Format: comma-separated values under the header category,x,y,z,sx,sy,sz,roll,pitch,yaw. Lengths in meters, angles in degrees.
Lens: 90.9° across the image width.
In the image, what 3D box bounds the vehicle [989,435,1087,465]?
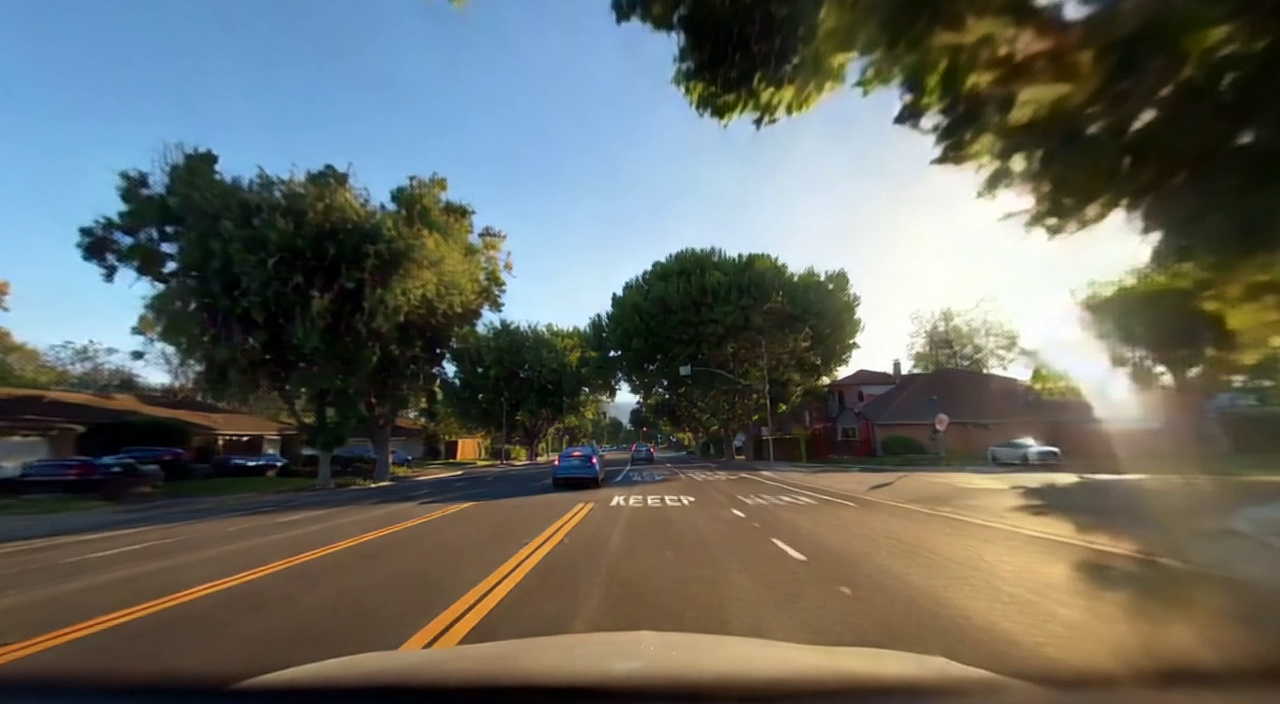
category,x,y,z,sx,sy,sz,roll,pitch,yaw
vehicle,22.828,5.626,36.245,4.318,1.601,1.975,0,-9,-3

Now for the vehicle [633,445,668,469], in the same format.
category,x,y,z,sx,sy,sz,roll,pitch,yaw
vehicle,0.659,6.877,41.511,2.226,1.505,4.128,0,-9,0

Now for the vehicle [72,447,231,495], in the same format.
category,x,y,z,sx,sy,sz,roll,pitch,yaw
vehicle,-22.463,5.466,29.428,2.173,1.849,5.752,-5,-9,11

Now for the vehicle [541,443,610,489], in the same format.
category,x,y,z,sx,sy,sz,roll,pitch,yaw
vehicle,-2.231,4.111,23.187,2.158,1.469,4.909,0,-9,-2

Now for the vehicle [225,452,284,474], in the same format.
category,x,y,z,sx,sy,sz,roll,pitch,yaw
vehicle,-28.463,8.177,46.703,1.961,1.470,3.811,1,-8,0
